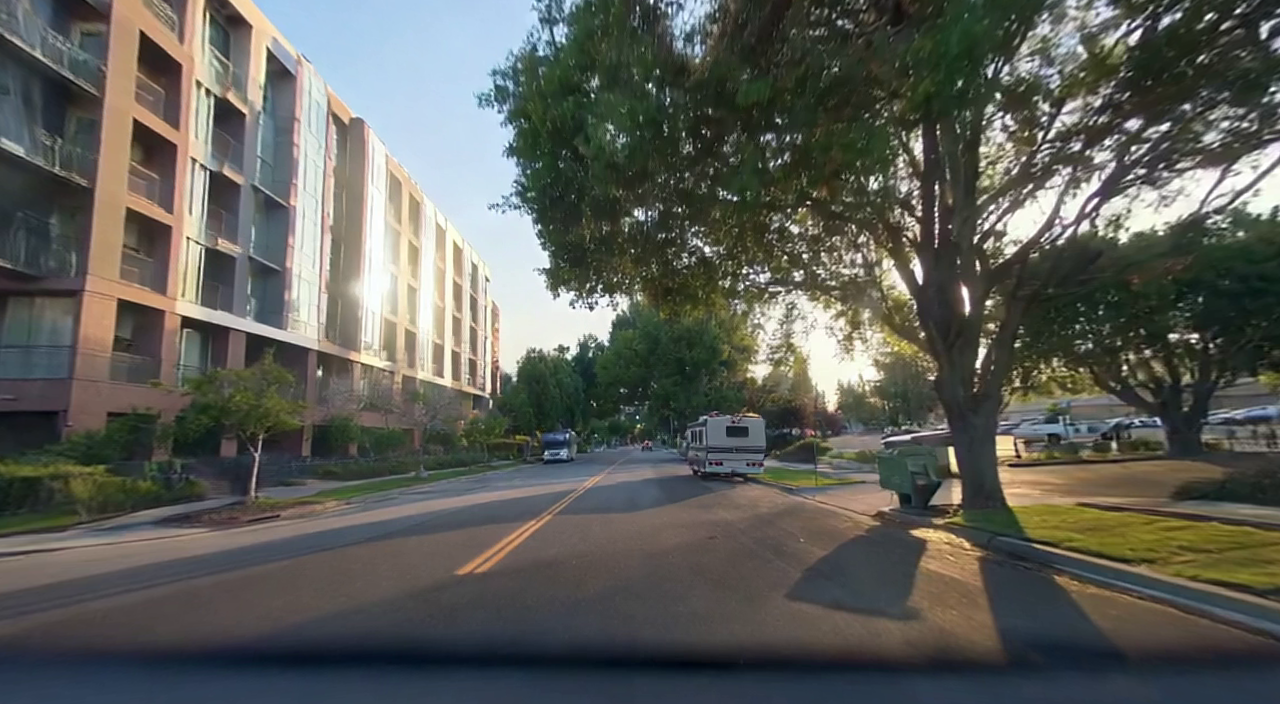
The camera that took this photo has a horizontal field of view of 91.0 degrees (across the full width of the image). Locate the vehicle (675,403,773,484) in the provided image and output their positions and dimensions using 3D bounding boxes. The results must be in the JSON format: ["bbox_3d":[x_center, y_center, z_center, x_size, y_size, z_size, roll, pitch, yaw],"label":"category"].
[{"bbox_3d":[3.539,4.168,29.078,3.074,3.099,8.805,1,-8,-2],"label":"vehicle"}]
